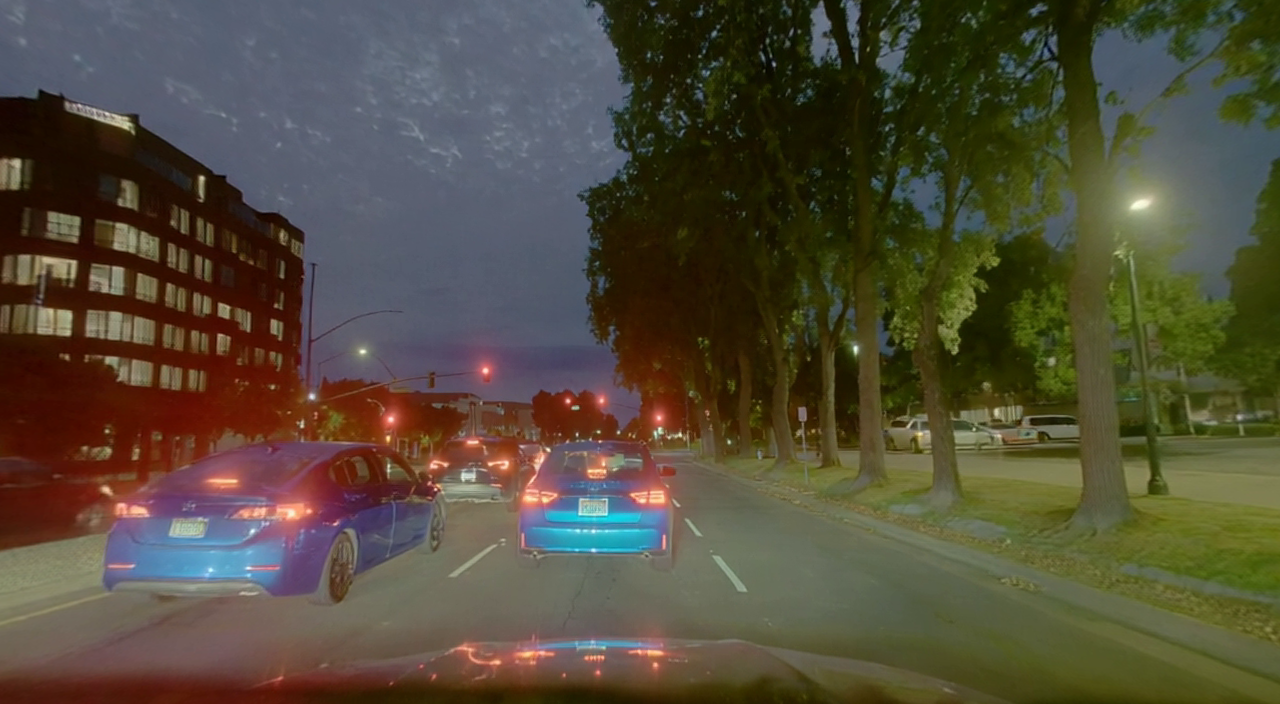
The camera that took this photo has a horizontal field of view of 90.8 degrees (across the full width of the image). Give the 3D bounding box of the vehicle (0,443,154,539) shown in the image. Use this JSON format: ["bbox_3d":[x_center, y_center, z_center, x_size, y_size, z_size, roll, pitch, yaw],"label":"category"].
[{"bbox_3d":[-10.817,2.246,10.435,2.039,1.447,4.496,0,-9,-1],"label":"vehicle"}]

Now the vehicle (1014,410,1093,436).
[{"bbox_3d":[30.273,5.261,46.436,4.627,1.671,1.929,-5,-10,28],"label":"vehicle"}]

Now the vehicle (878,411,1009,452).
[{"bbox_3d":[13.930,3.703,29.229,4.975,1.809,1.956,0,-9,1],"label":"vehicle"}]

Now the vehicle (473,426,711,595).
[{"bbox_3d":[-0.416,1.710,7.634,2.104,1.472,3.946,0,-9,0],"label":"vehicle"}]

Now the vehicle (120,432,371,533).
[{"bbox_3d":[-7.274,2.432,12.350,2.096,1.593,4.288,0,-9,1],"label":"vehicle"}]
